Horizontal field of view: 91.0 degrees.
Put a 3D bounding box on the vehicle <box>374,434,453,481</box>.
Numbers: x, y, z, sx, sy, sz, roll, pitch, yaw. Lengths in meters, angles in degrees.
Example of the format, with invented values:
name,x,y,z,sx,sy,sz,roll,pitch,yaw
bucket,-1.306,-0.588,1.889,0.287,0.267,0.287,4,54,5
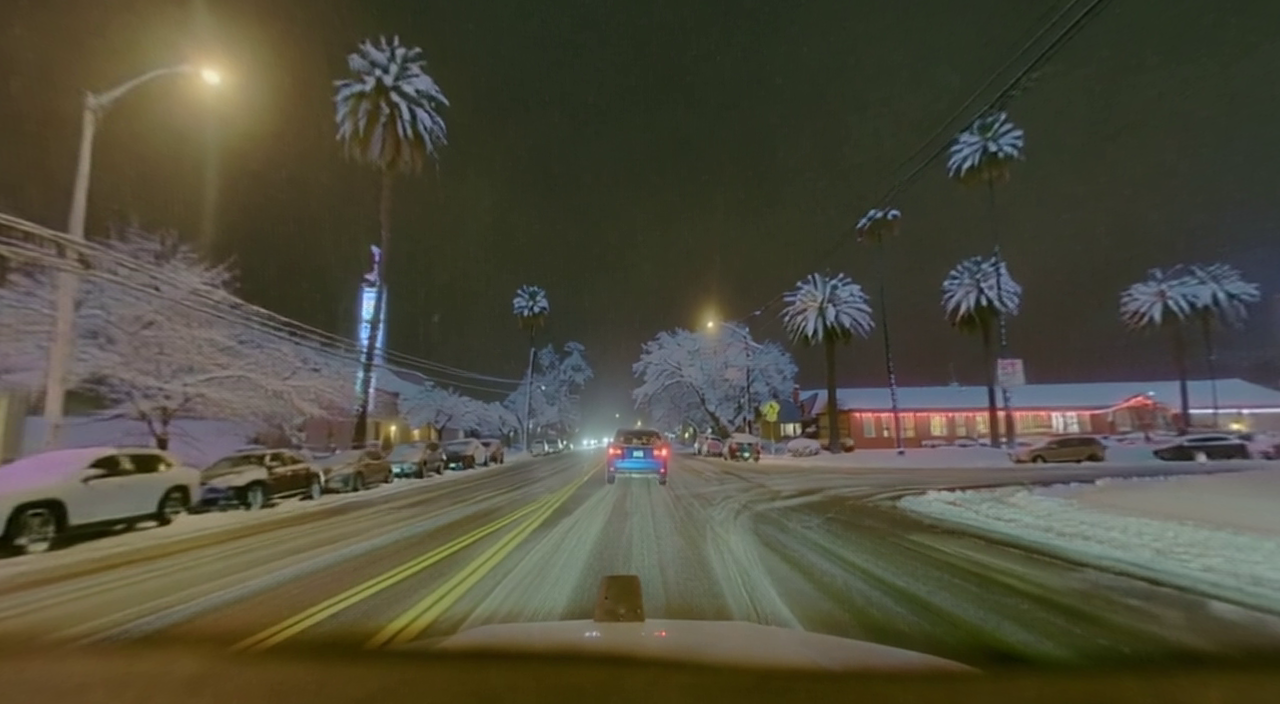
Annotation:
name,x,y,z,sx,sy,sz,roll,pitch,yaw
vehicle,-10.043,4.706,28.268,1.958,1.937,4.114,0,-8,1

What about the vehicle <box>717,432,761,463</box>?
name,x,y,z,sx,sy,sz,roll,pitch,yaw
vehicle,6.039,5.916,38.896,2.005,1.775,4.324,0,-8,0

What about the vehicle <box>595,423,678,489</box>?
name,x,y,z,sx,sy,sz,roll,pitch,yaw
vehicle,-0.167,3.174,19.504,2.264,1.798,4.563,0,-8,-2

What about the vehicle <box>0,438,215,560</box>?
name,x,y,z,sx,sy,sz,roll,pitch,yaw
vehicle,-10.106,2.396,11.024,2.075,1.693,4.696,0,-8,-1

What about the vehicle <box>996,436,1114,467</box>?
name,x,y,z,sx,sy,sz,roll,pitch,yaw
vehicle,20.748,4.984,31.602,4.488,1.470,1.994,0,-9,-2

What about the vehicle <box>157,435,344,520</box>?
name,x,y,z,sx,sy,sz,roll,pitch,yaw
vehicle,-10.164,3.236,17.023,1.992,1.744,4.896,-1,-6,-1

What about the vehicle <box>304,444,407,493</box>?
name,x,y,z,sx,sy,sz,roll,pitch,yaw
vehicle,-10.075,4.112,22.638,1.812,1.578,4.037,0,-8,0
